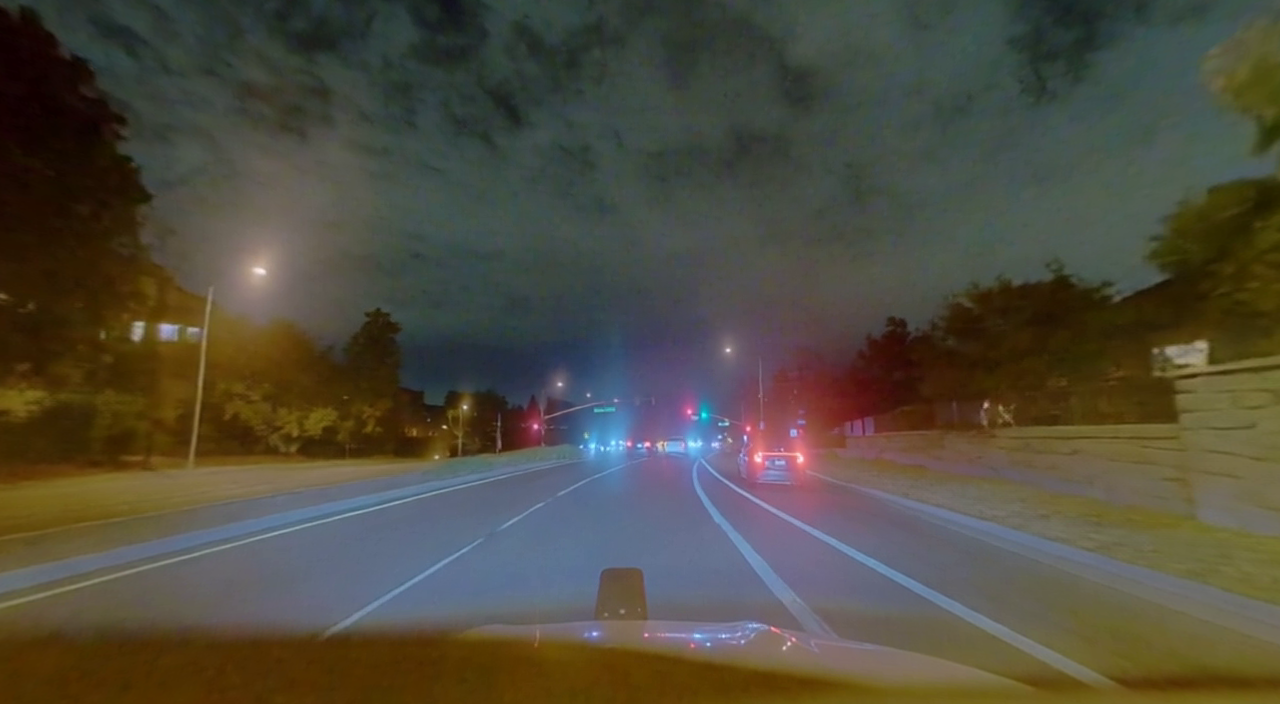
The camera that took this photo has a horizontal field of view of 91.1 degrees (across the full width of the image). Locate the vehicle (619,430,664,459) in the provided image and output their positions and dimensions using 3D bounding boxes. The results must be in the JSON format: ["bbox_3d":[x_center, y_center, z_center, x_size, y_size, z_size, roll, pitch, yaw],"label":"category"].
[{"bbox_3d":[0.161,6.068,41.231,2.152,1.822,4.391,-1,-8,11],"label":"vehicle"}]
